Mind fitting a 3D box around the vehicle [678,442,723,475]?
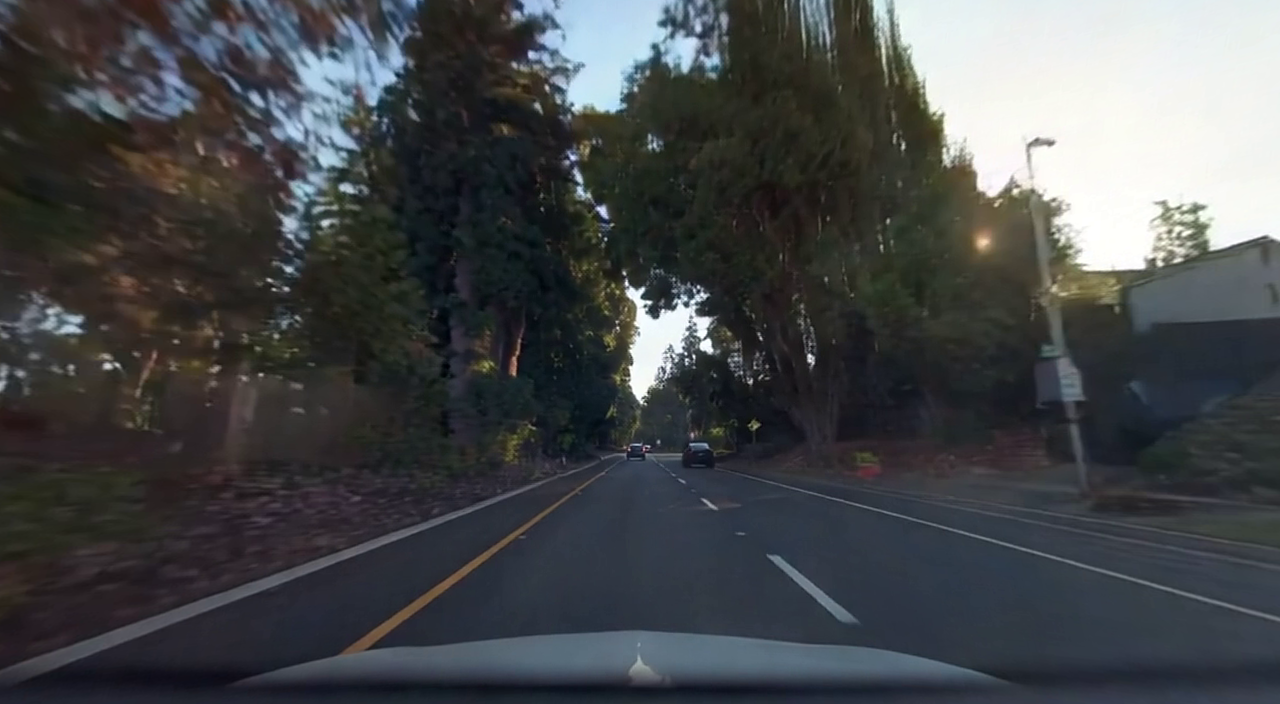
[{"bbox_3d":[3.188,5.690,34.049,1.888,1.640,4.044,0,-8,-1],"label":"vehicle"}]
